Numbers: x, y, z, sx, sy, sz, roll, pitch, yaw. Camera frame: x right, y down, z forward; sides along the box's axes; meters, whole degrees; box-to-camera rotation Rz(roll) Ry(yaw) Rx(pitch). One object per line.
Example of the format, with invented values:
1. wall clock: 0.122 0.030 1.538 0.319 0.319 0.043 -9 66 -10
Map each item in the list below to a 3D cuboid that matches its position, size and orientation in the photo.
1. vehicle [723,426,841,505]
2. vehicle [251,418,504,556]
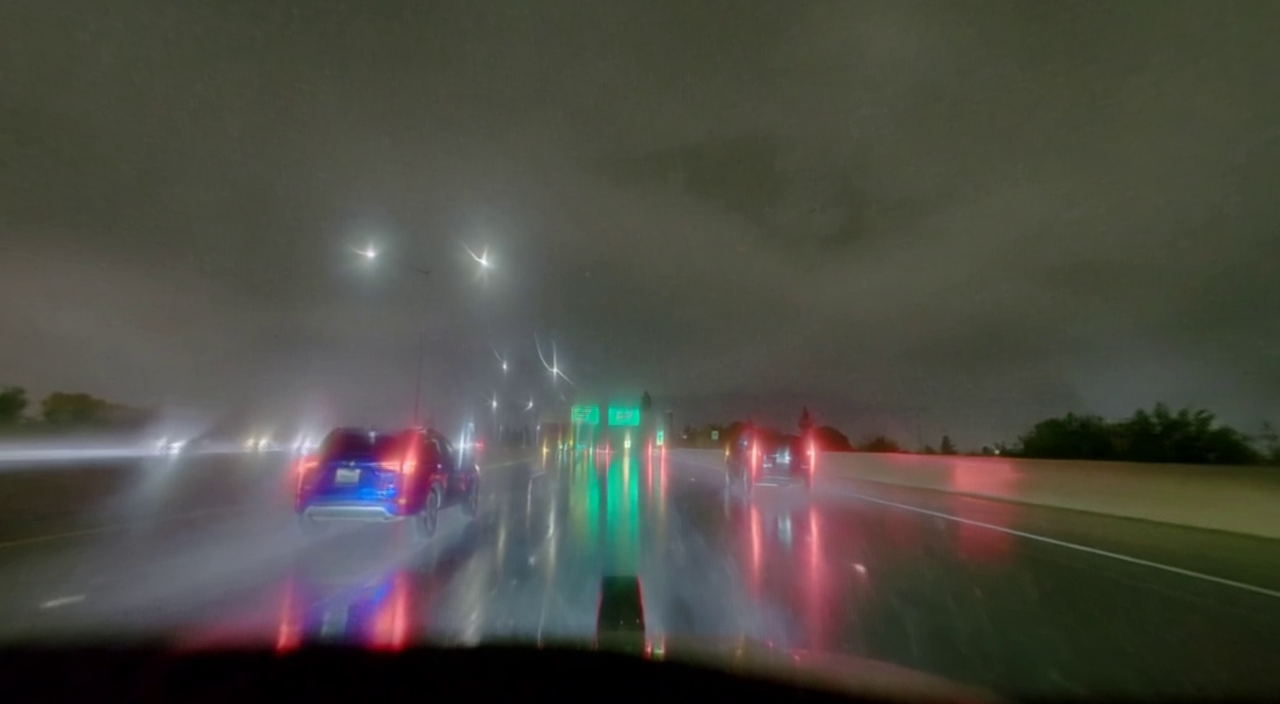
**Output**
1. vehicle: 3.721 3.082 17.533 2.153 1.860 4.689 0 -9 0
2. vehicle: -3.866 2.070 10.380 2.214 1.743 4.465 0 -9 0
